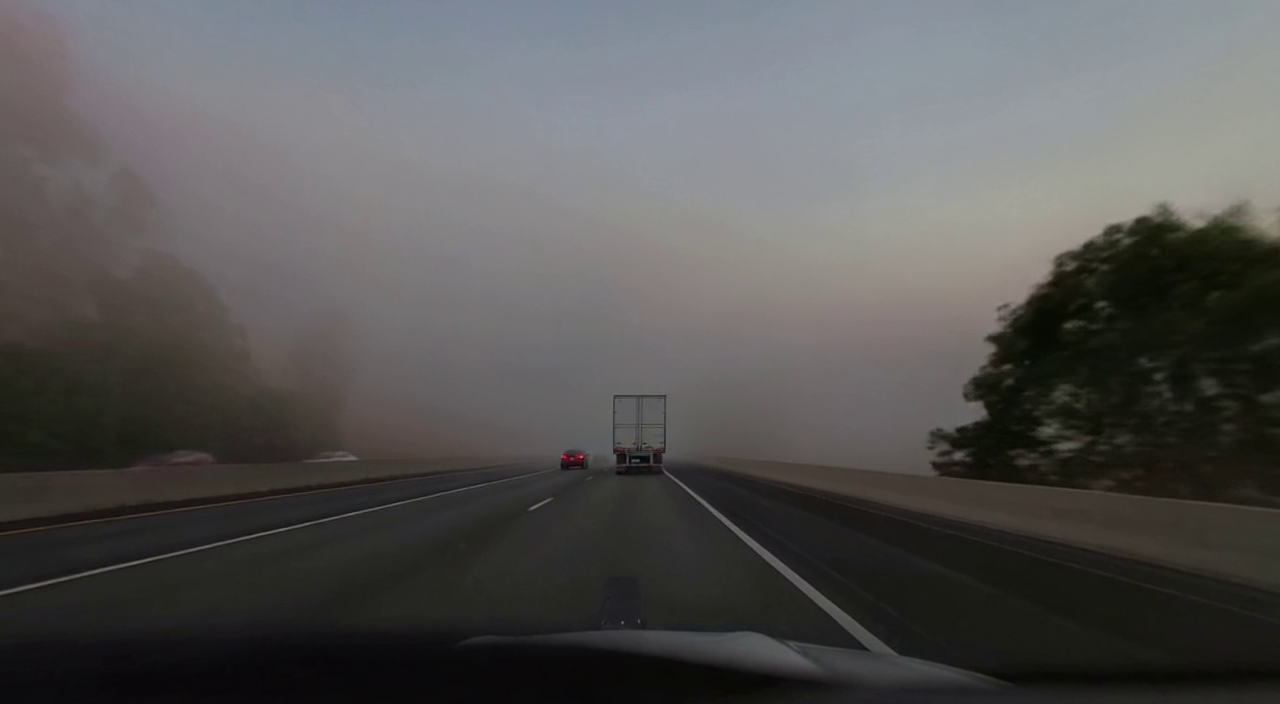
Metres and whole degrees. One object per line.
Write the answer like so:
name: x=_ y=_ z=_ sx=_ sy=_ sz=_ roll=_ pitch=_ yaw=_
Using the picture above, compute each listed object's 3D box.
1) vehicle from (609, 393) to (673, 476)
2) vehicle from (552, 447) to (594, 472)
vehicle: x=0.011 y=4.584 z=33.994 sx=2.959 sy=3.828 sz=9.617 roll=0 pitch=-9 yaw=0
vehicle: x=-4.208 y=6.849 z=40.322 sx=2.206 sy=1.478 sz=4.824 roll=0 pitch=-9 yaw=0
